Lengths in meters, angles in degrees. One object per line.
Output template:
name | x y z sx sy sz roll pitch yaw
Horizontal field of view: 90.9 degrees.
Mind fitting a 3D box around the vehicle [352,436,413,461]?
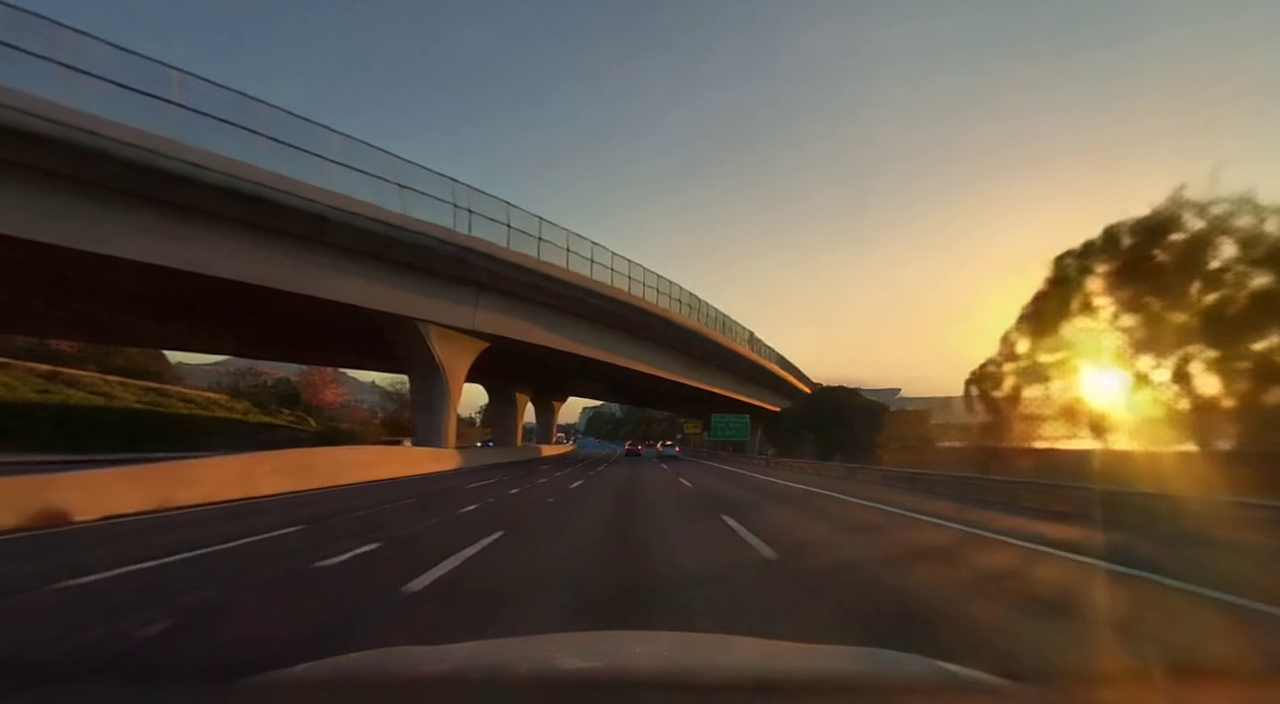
vehicle | -16.583 6.233 40.894 1.973 1.511 4.754 0 -8 0

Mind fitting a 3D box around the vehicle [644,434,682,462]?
vehicle | 1.615 7.053 46.232 2.431 1.916 4.808 0 -8 -3
